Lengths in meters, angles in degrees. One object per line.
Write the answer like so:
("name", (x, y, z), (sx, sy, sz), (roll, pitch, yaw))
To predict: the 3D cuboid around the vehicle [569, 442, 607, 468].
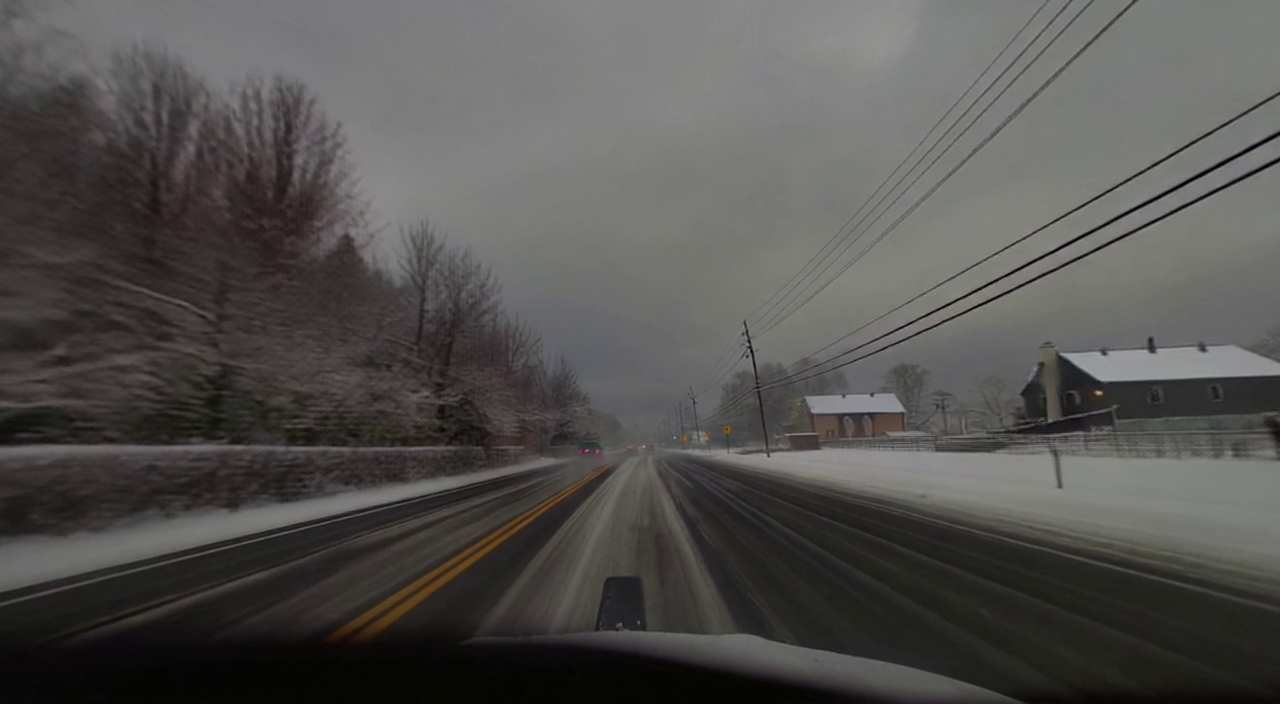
("vehicle", (-3.251, 6.518, 39.988), (2.007, 1.514, 4.049), (0, -8, 1))
